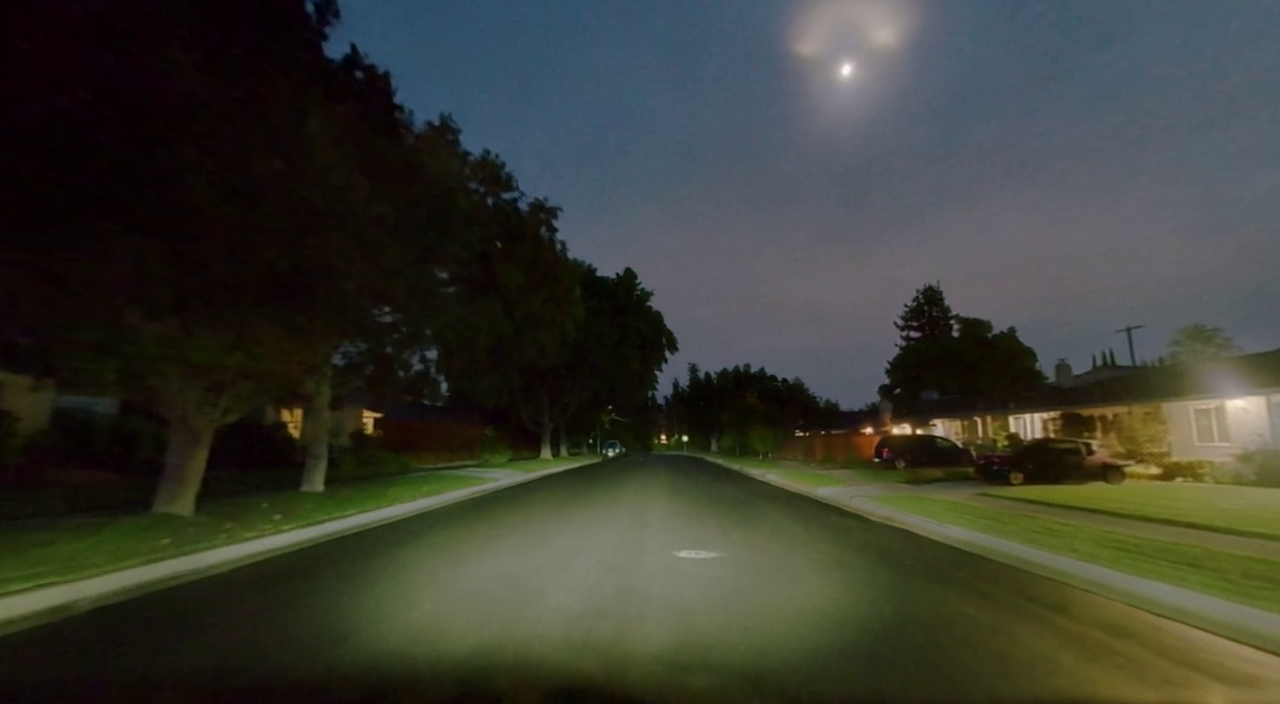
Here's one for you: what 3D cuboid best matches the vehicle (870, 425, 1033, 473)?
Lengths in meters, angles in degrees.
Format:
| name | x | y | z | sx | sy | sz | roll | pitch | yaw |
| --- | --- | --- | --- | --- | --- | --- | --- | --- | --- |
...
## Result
| name | x | y | z | sx | sy | sz | roll | pitch | yaw |
| --- | --- | --- | --- | --- | --- | --- | --- | --- | --- |
| vehicle | 12.899 | 4.063 | 26.406 | 5.637 | 1.890 | 2.171 | 0 | -8 | 3 |

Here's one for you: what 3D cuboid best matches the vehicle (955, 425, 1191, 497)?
| name | x | y | z | sx | sy | sz | roll | pitch | yaw |
| --- | --- | --- | --- | --- | --- | --- | --- | --- | --- |
| vehicle | 11.286 | 2.871 | 16.696 | 4.710 | 1.512 | 1.894 | -3 | -9 | 1 |
